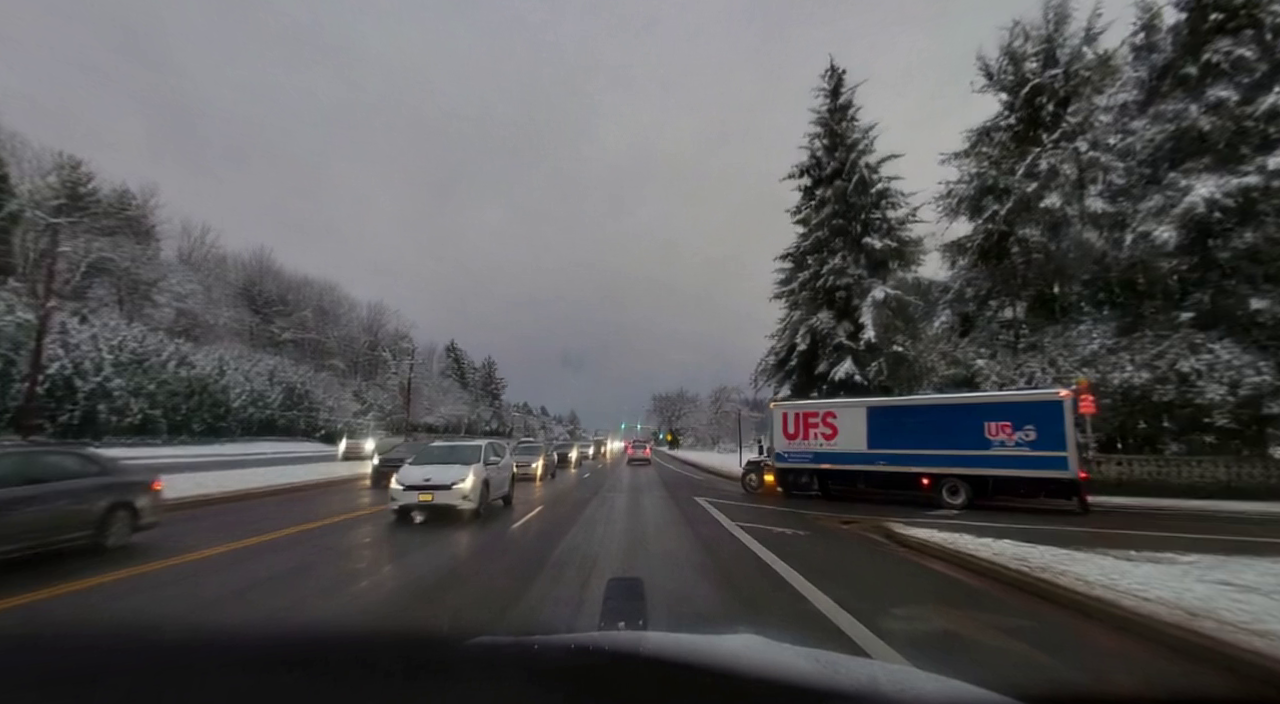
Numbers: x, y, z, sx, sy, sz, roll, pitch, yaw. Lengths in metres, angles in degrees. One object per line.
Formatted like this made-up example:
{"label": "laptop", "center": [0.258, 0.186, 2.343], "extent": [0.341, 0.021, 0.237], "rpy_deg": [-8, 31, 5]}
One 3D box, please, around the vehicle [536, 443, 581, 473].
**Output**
{"label": "vehicle", "center": [-4.368, 5.686, 34.216], "extent": [1.871, 1.502, 4.240], "rpy_deg": [0, -8, 0]}

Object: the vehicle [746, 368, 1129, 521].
{"label": "vehicle", "center": [7.416, 2.492, 17.136], "extent": [3.138, 3.120, 8.670], "rpy_deg": [8, -12, -44]}

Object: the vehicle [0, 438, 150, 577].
{"label": "vehicle", "center": [-7.830, 1.627, 6.440], "extent": [1.922, 1.473, 4.640], "rpy_deg": [0, -8, 0]}

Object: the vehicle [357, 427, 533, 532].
{"label": "vehicle", "center": [-3.535, 2.395, 12.460], "extent": [2.007, 1.664, 4.431], "rpy_deg": [0, -8, 1]}

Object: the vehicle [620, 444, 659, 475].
{"label": "vehicle", "center": [-0.064, 5.525, 32.636], "extent": [1.875, 1.453, 3.888], "rpy_deg": [0, -8, -1]}

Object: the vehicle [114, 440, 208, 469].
{"label": "vehicle", "center": [-26.449, 5.667, 35.046], "extent": [1.822, 1.472, 4.553], "rpy_deg": [0, -8, -3]}
